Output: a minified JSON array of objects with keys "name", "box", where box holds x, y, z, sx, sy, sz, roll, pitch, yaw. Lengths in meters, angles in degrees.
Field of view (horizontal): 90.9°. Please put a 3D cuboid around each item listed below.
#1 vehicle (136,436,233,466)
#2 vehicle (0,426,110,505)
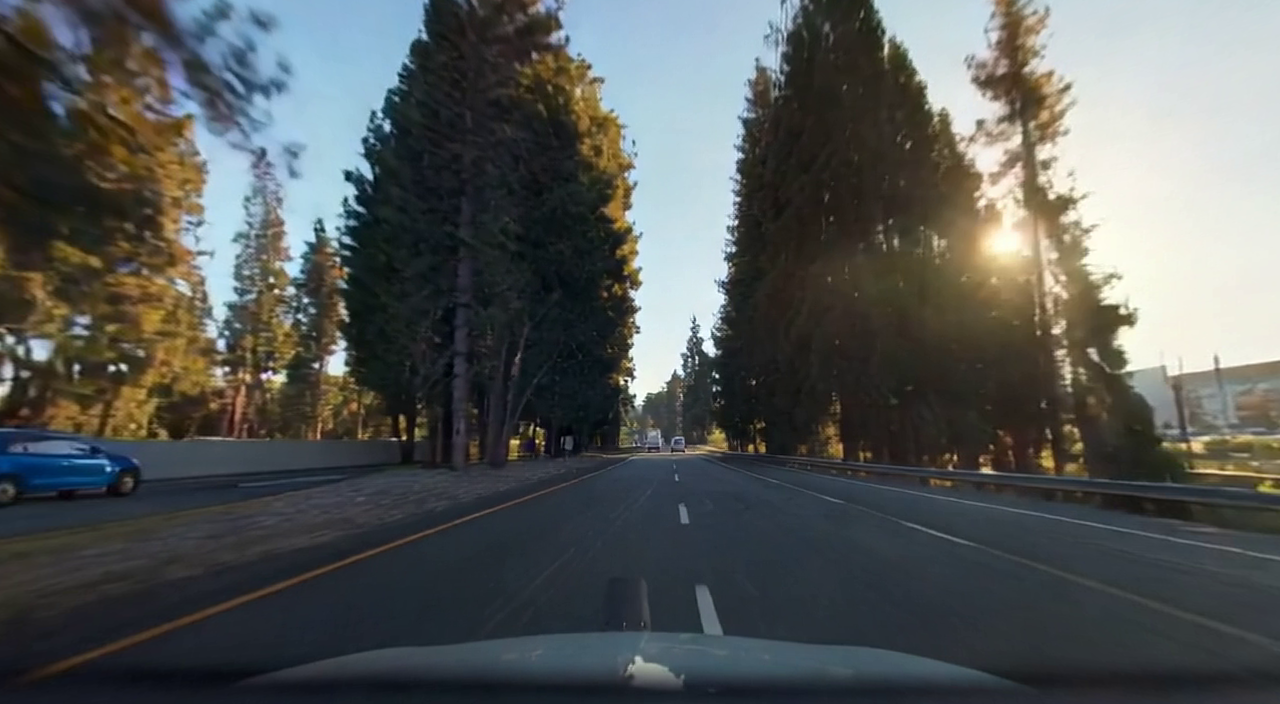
[{"name":"vehicle","box":[-27.666,6.029,38.570,2.012,1.687,4.997,-1,-8,3]},{"name":"vehicle","box":[-13.855,2.345,13.043,1.902,1.567,4.247,-1,-8,4]}]
